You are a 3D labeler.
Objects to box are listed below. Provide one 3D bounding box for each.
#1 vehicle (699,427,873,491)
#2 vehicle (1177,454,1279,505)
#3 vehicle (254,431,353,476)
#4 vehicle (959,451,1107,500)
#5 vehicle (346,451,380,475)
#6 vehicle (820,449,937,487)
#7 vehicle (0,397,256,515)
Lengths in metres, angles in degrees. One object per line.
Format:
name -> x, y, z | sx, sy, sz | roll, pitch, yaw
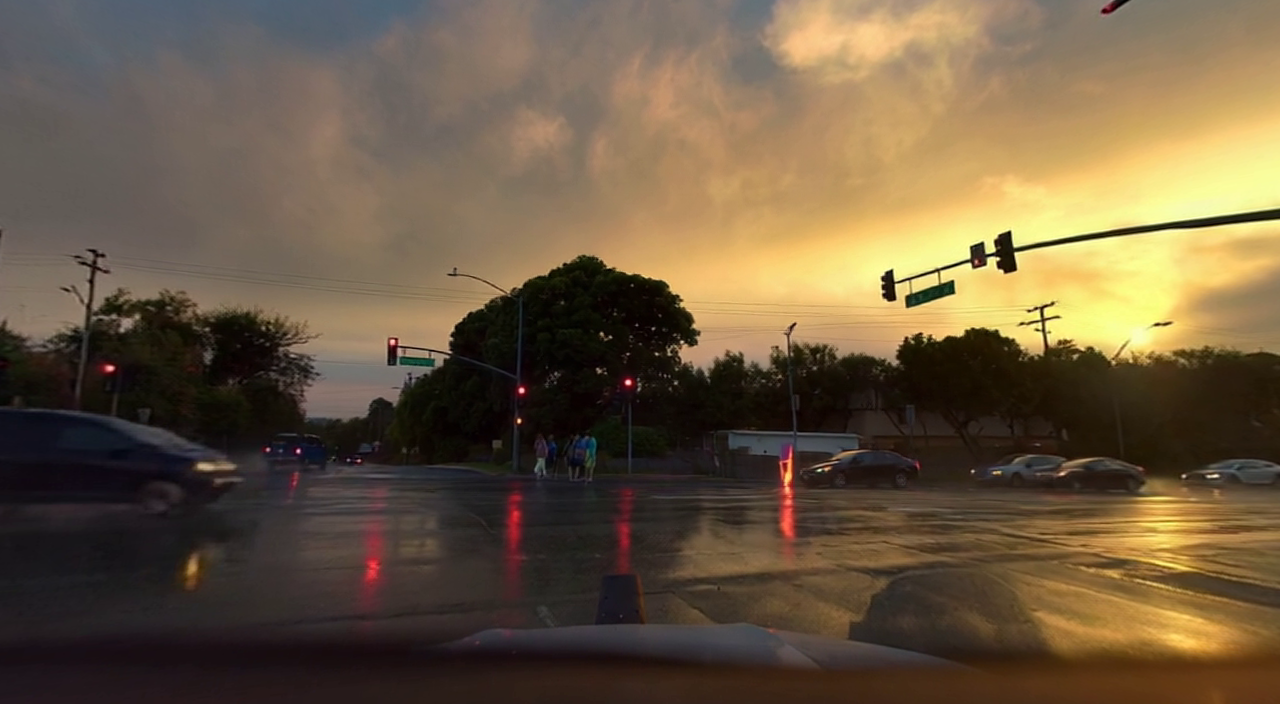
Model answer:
vehicle -> 5.088, 3.769, 22.217 | 5.535, 1.896, 2.170 | 4, -9, -10
vehicle -> 24.297, 5.037, 25.092 | 4.322, 1.522, 1.795 | -4, -9, -9
vehicle -> -16.396, 4.968, 31.093 | 2.243, 2.011, 5.631 | 1, -9, -6
vehicle -> 14.882, 4.671, 23.979 | 4.356, 1.498, 1.957 | -2, -8, -7
vehicle -> -19.433, 7.728, 44.062 | 1.964, 1.525, 4.750 | 4, -9, -24
vehicle -> 10.643, 5.180, 28.279 | 4.537, 1.608, 1.827 | 2, -9, -8
vehicle -> -9.456, 1.723, 10.582 | 4.633, 1.739, 2.090 | 3, -9, -17
